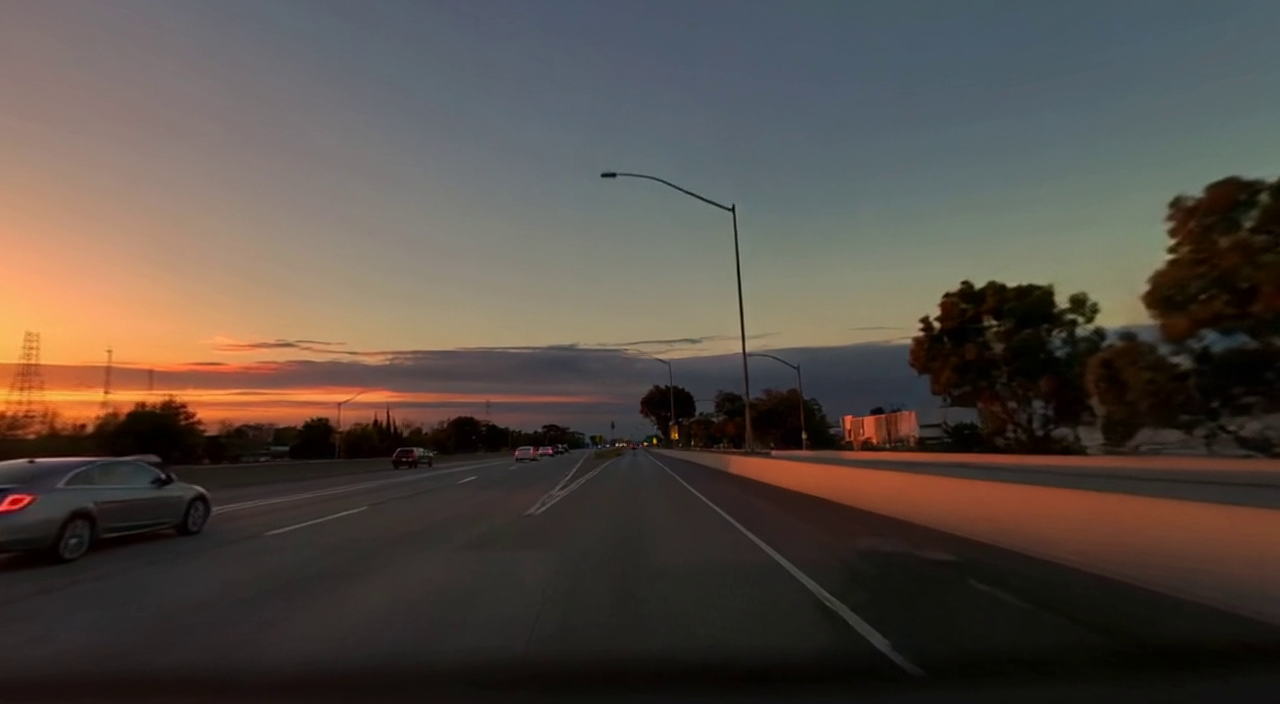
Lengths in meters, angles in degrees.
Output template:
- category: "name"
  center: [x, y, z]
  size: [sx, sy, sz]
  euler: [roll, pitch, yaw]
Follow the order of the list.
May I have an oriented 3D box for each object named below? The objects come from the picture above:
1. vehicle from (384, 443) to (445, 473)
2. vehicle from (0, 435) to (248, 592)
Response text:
- category: "vehicle"
  center: [-13.596, 6.389, 38.435]
  size: [2.126, 1.671, 5.173]
  euler: [0, -8, -4]
- category: "vehicle"
  center: [-7.227, 1.815, 7.817]
  size: [1.940, 1.479, 4.777]
  euler: [0, -8, -4]
